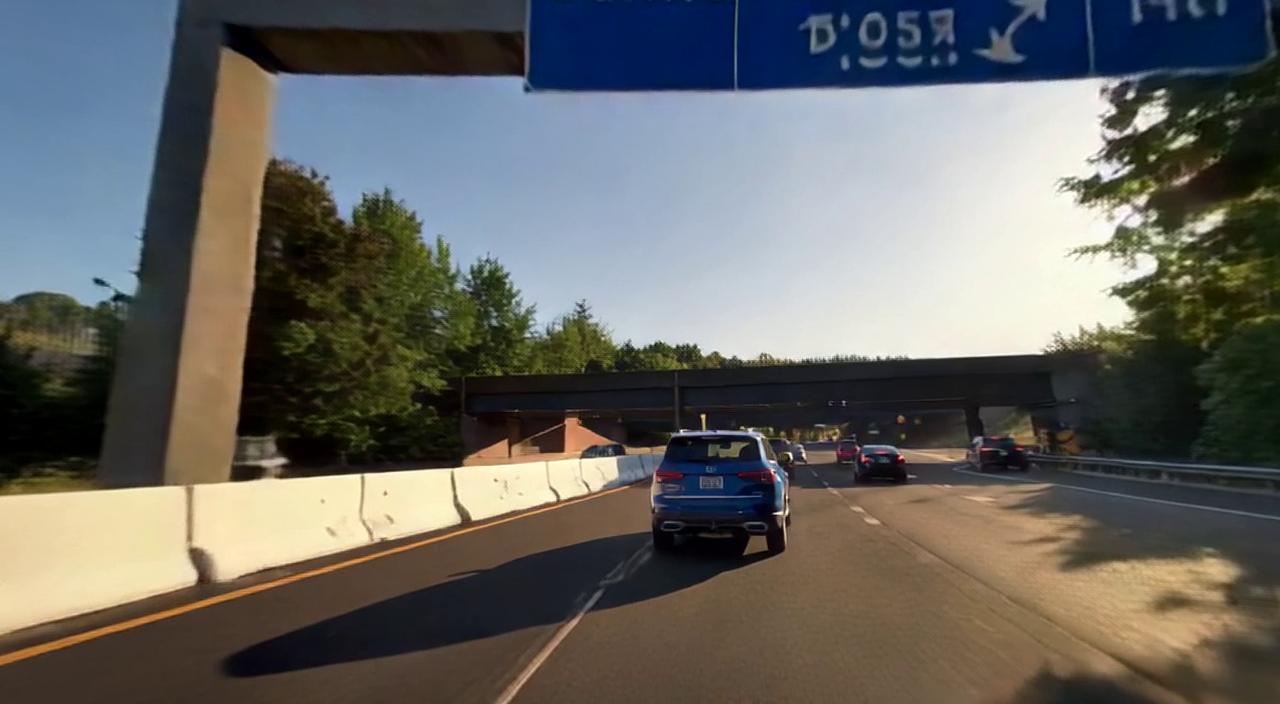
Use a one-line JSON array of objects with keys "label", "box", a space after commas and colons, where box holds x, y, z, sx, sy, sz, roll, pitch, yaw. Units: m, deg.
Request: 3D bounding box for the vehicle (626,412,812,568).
[{"label": "vehicle", "box": [1.276, 1.784, 8.922, 2.021, 1.635, 4.085, -2, -8, 13]}]

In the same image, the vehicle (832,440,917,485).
[{"label": "vehicle", "box": [8.339, 3.917, 22.812, 1.962, 1.442, 4.536, -1, -8, 9]}]

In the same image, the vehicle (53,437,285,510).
[{"label": "vehicle", "box": [-12.654, 3.249, 17.474, 1.989, 1.703, 4.959, -2, -8, 12]}]

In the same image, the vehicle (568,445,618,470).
[{"label": "vehicle", "box": [-2.946, 6.735, 40.470, 1.934, 1.478, 4.474, -2, -9, 13]}]

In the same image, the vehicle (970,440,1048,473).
[{"label": "vehicle", "box": [18.073, 5.097, 31.079, 1.990, 1.478, 4.475, -2, -8, 13]}]
